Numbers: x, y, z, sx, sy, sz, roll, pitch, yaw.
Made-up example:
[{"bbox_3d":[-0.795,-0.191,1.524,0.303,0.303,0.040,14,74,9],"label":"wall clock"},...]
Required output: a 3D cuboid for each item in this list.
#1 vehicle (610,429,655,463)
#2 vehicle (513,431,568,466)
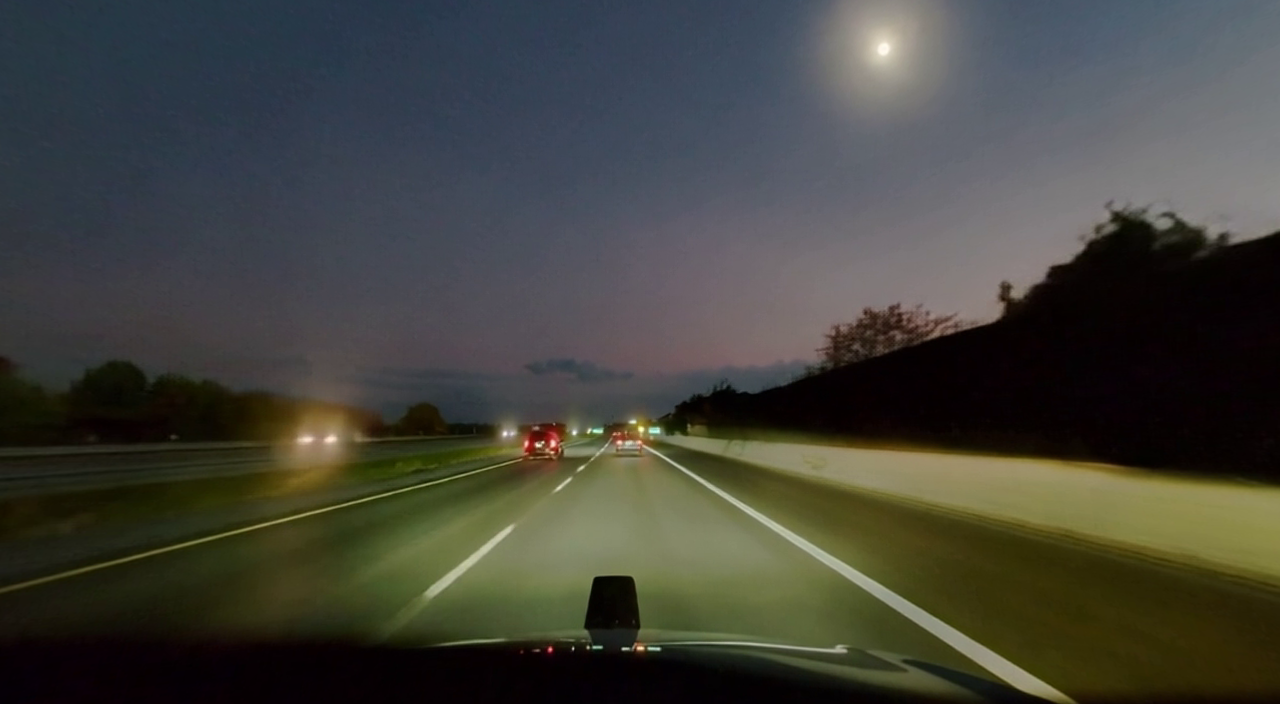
[{"bbox_3d":[-0.441,4.755,32.038,2.162,1.616,4.242,0,-8,-2],"label":"vehicle"},{"bbox_3d":[-4.612,4.522,29.722,1.975,1.518,4.242,0,-8,-1],"label":"vehicle"}]
